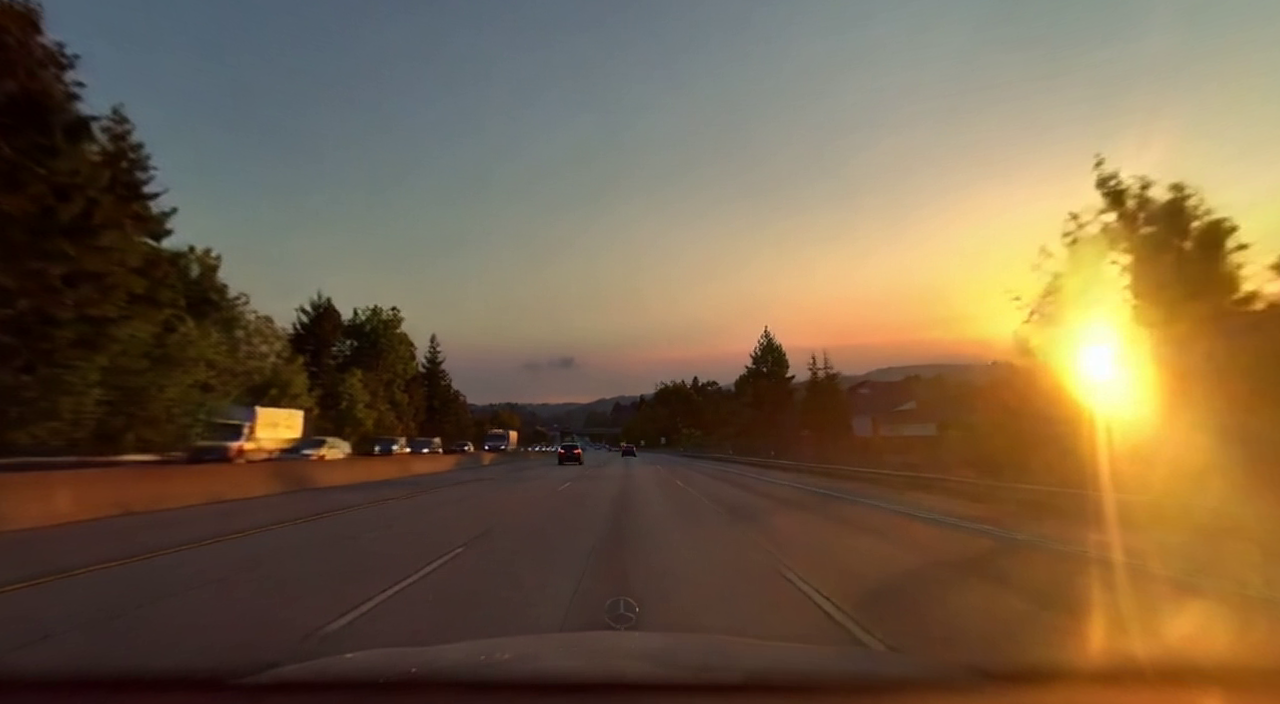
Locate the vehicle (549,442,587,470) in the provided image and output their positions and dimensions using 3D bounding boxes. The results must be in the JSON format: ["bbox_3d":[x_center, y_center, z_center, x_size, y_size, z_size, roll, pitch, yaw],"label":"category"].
[{"bbox_3d":[-4.601,6.712,40.598,2.098,1.692,4.038,0,-9,-1],"label":"vehicle"}]

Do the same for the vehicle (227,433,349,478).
[{"bbox_3d":[-13.193,3.905,23.902,2.021,1.520,4.580,0,-9,0],"label":"vehicle"}]

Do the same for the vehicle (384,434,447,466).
[{"bbox_3d":[-13.349,5.891,37.581,2.025,1.744,4.877,0,-9,-1],"label":"vehicle"}]

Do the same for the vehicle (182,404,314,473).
[{"bbox_3d":[-18.074,4.088,29.447,2.305,2.886,6.006,0,-9,-1],"label":"vehicle"}]
